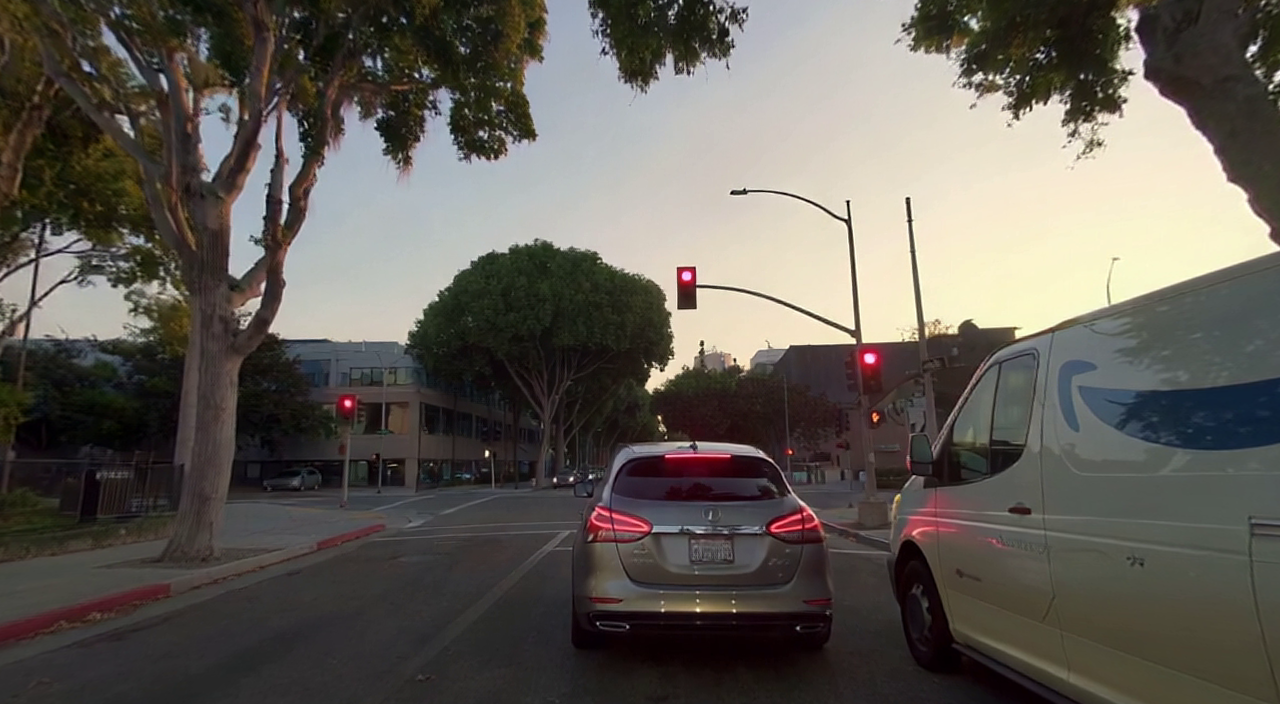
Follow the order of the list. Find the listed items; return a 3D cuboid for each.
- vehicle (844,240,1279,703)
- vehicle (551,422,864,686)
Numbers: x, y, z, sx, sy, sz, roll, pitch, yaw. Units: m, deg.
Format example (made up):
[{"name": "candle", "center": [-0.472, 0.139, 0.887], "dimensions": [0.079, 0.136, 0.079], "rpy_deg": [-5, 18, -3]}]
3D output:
[{"name": "vehicle", "center": [2.852, 0.883, 2.873], "dimensions": [2.054, 1.965, 5.248], "rpy_deg": [1, -11, 0]}, {"name": "vehicle", "center": [0.384, 1.613, 5.860], "dimensions": [1.961, 1.629, 3.610], "rpy_deg": [1, -11, -2]}]
